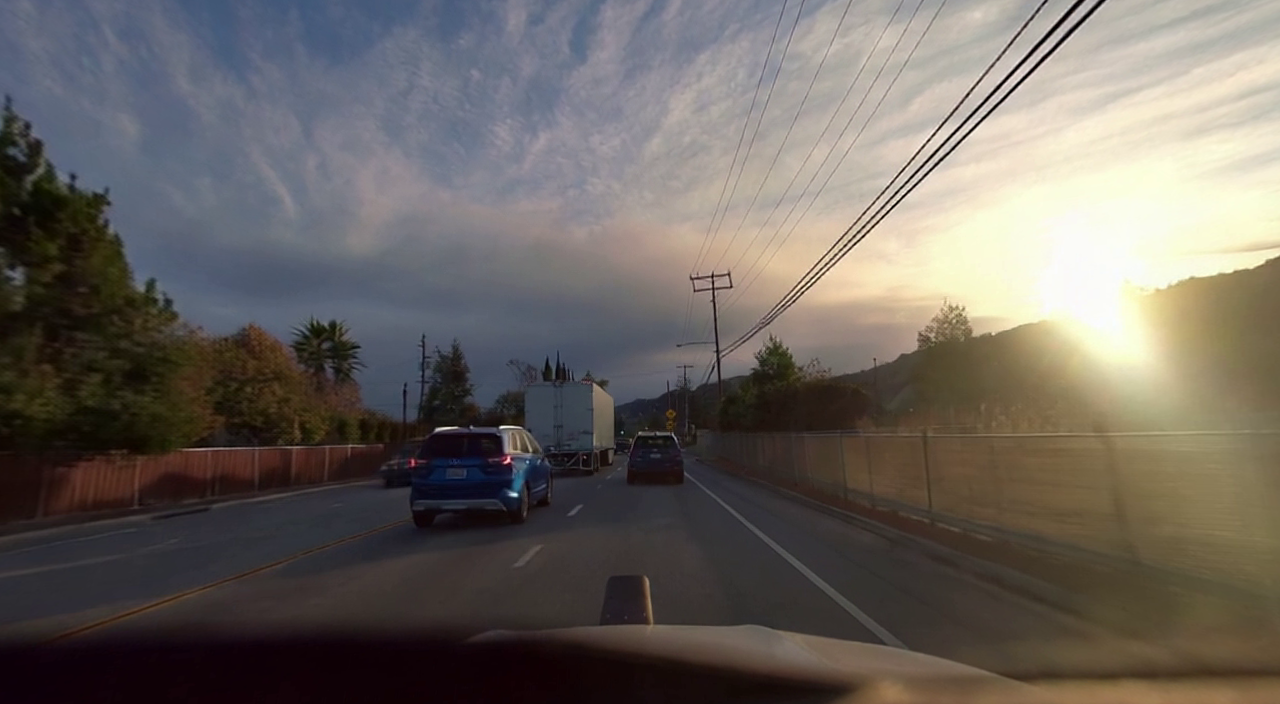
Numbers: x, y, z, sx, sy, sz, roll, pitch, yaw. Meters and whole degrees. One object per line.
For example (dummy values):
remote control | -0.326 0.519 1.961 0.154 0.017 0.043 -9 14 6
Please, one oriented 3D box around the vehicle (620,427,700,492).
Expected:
vehicle | 0.577 3.232 19.204 2.174 1.749 4.113 0 -9 1

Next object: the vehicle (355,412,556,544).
vehicle | -2.898 2.109 11.161 2.093 1.832 4.508 0 -9 1

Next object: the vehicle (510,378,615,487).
vehicle | -2.792 3.511 26.653 2.928 3.658 10.953 0 -9 1
